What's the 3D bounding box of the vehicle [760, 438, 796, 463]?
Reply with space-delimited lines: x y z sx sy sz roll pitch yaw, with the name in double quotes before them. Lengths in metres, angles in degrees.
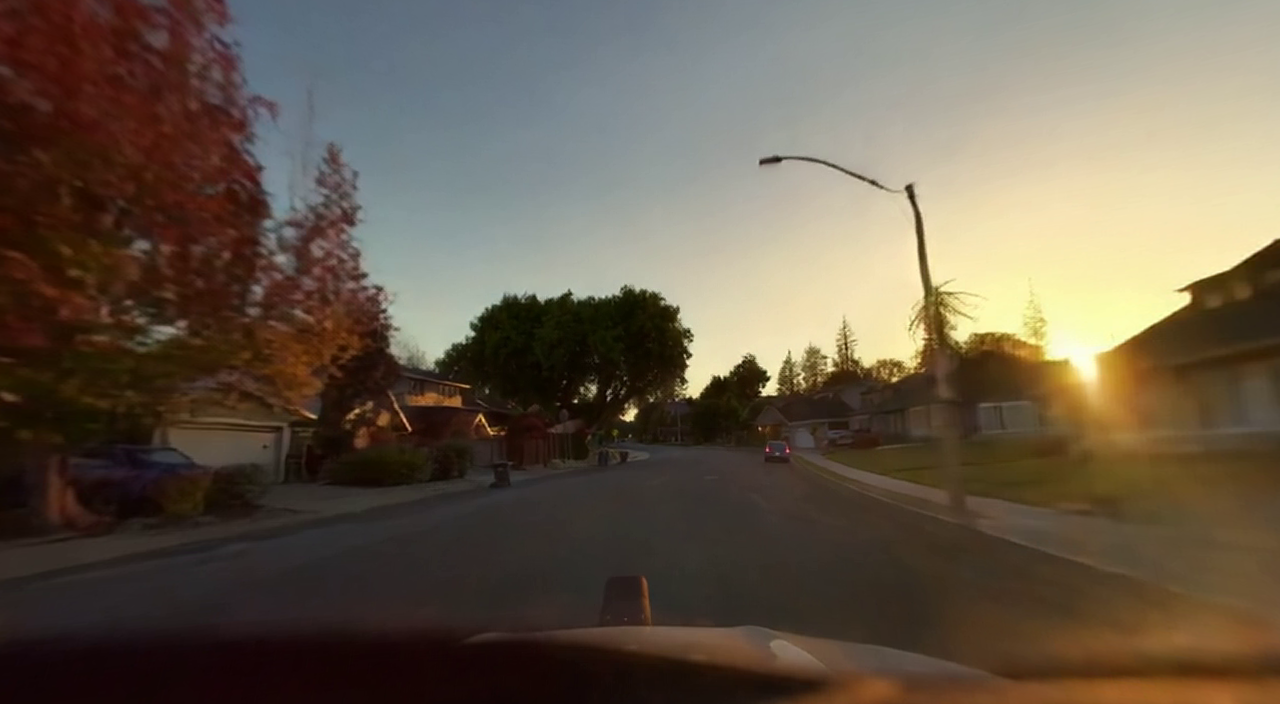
"vehicle" 8.755 6.271 40.239 2.129 1.490 4.369 -2 -9 11
